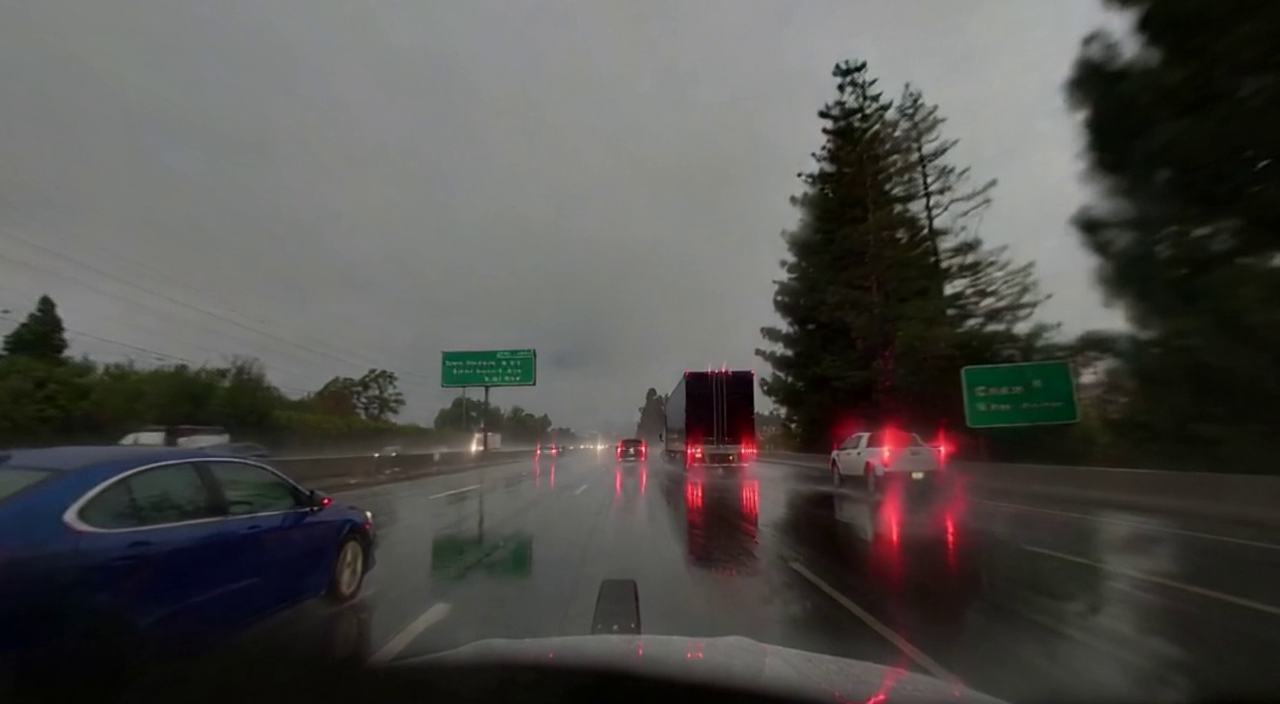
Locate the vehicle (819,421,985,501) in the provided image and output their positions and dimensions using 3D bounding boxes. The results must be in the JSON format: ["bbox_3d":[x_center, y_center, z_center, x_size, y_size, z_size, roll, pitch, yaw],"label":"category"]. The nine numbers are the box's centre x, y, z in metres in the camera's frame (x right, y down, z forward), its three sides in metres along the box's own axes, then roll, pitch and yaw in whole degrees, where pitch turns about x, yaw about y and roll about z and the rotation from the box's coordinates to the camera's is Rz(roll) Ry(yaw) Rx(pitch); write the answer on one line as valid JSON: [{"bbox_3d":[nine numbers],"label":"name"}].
[{"bbox_3d":[6.762,2.917,17.208,2.106,1.795,5.489,0,-9,-1],"label":"vehicle"}]

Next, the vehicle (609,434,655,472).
[{"bbox_3d":[-0.421,5.213,32.694,2.203,1.805,4.358,0,-9,-1],"label":"vehicle"}]

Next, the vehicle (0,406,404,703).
[{"bbox_3d":[-3.090,1.098,3.435,1.864,1.406,4.544,0,-9,0],"label":"vehicle"}]

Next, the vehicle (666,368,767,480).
[{"bbox_3d":[3.120,3.772,30.771,2.876,4.086,15.117,0,-9,0],"label":"vehicle"}]
